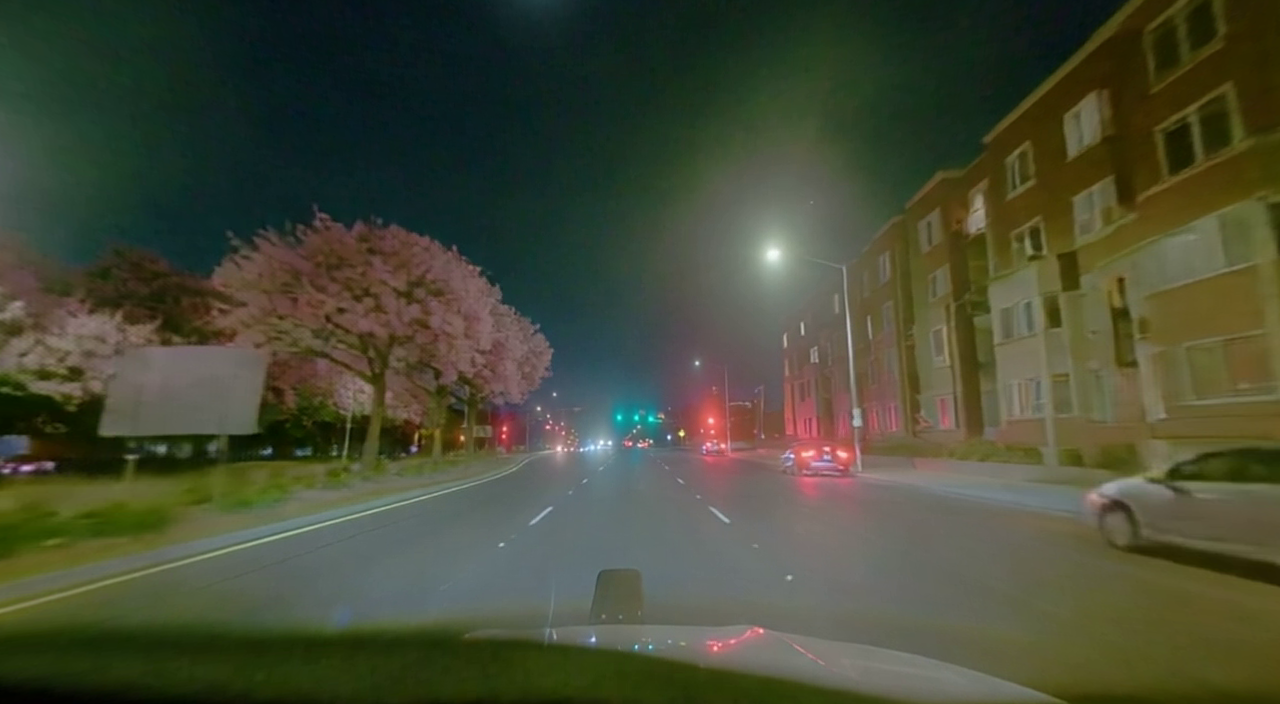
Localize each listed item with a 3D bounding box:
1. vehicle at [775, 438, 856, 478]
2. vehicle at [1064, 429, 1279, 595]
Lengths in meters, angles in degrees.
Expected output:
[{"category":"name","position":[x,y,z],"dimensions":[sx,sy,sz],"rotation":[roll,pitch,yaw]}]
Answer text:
[{"category":"vehicle","position":[6.919,4.226,25.443],"dimensions":[2.032,1.449,4.413],"rotation":[0,-8,0]},{"category":"vehicle","position":[6.620,1.449,5.807],"dimensions":[1.891,1.456,4.909],"rotation":[0,-8,-2]}]
